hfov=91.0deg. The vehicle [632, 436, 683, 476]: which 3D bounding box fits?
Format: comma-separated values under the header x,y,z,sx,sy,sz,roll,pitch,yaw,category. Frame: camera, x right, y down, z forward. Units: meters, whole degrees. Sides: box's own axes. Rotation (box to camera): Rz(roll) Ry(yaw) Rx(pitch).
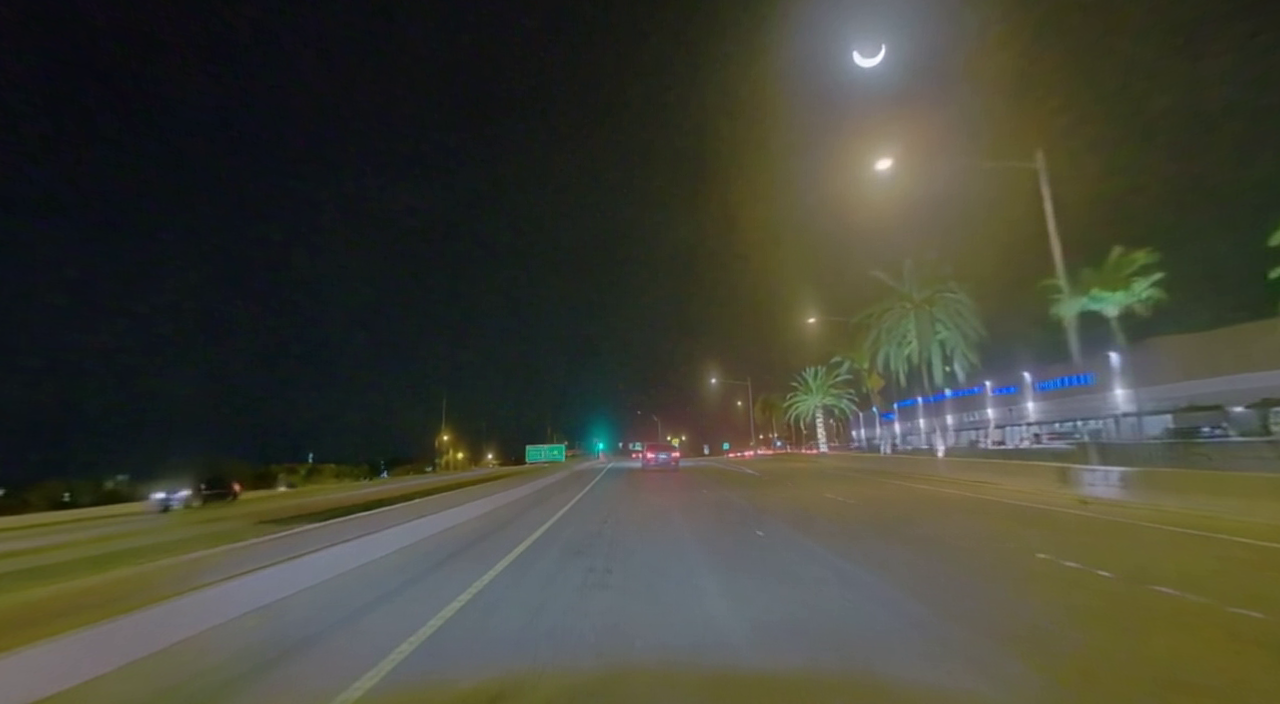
x,y,z,sx,sy,sz,roll,pitch,yaw,category
0.717,4.844,29.479,2.089,1.718,4.193,0,-9,-2,vehicle
